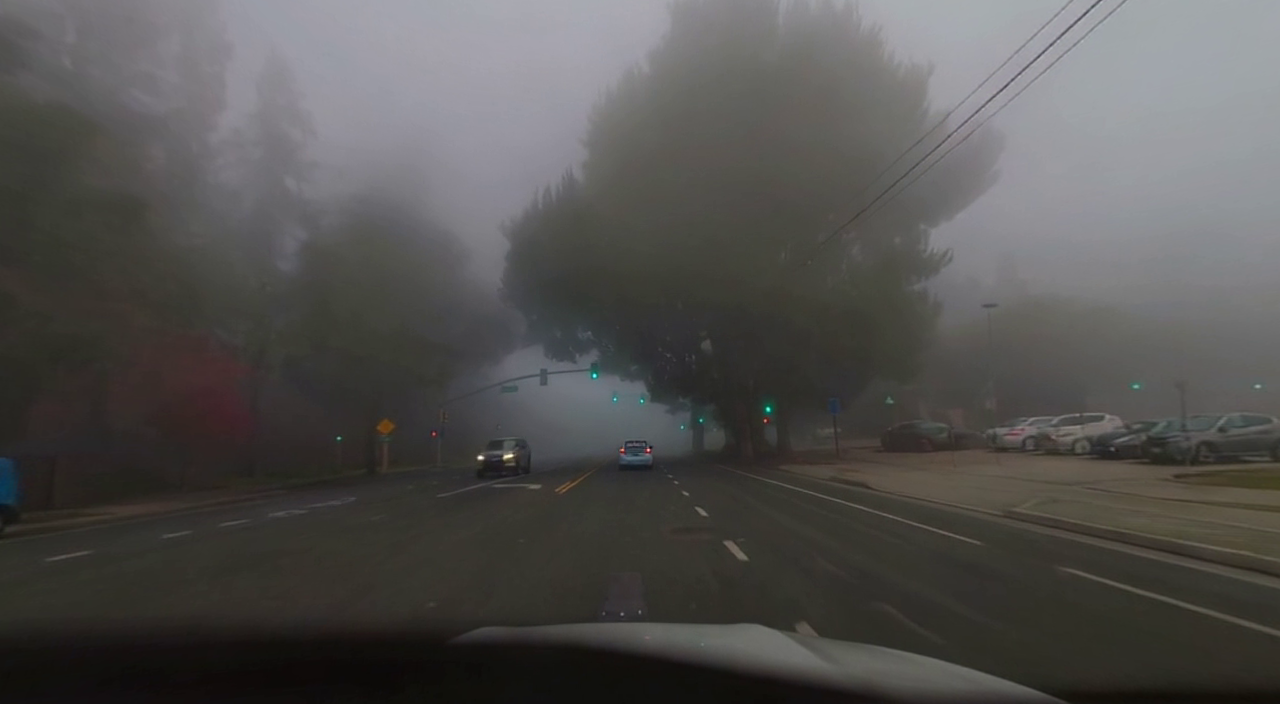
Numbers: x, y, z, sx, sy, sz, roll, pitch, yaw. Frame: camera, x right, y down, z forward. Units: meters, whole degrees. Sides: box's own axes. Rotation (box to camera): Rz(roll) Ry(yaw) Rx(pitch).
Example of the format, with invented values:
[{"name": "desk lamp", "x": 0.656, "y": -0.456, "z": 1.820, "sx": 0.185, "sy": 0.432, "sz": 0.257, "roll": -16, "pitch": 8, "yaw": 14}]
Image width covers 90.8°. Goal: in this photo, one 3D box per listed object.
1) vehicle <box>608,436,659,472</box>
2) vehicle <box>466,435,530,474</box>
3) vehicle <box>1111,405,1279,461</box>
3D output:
[{"name": "vehicle", "x": -0.260, "y": 4.572, "z": 28.362, "sx": 2.104, "sy": 1.462, "sz": 3.991, "roll": 0, "pitch": -9, "yaw": 0}, {"name": "vehicle", "x": -6.931, "y": 5.079, "z": 31.349, "sx": 2.117, "sy": 1.756, "sz": 4.375, "roll": 0, "pitch": -9, "yaw": 0}, {"name": "vehicle", "x": 16.638, "y": 2.345, "z": 18.097, "sx": 4.658, "sy": 1.495, "sz": 1.978, "roll": 0, "pitch": -9, "yaw": 1}]
